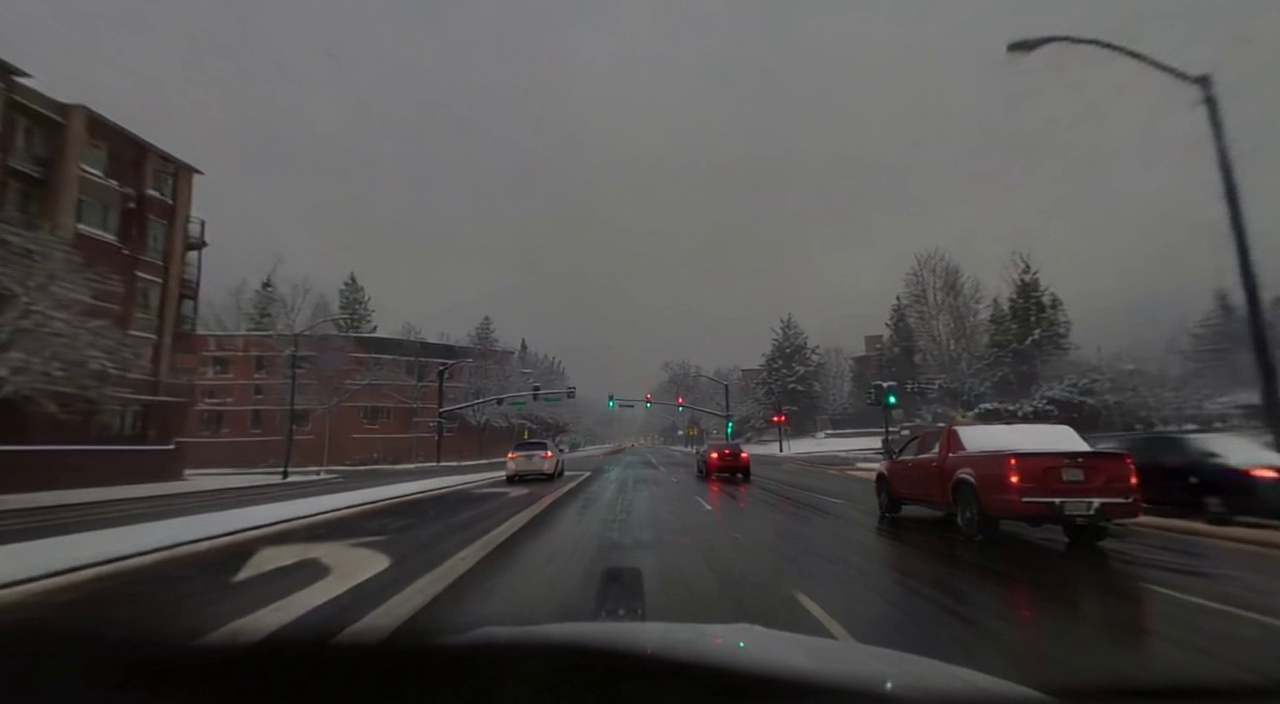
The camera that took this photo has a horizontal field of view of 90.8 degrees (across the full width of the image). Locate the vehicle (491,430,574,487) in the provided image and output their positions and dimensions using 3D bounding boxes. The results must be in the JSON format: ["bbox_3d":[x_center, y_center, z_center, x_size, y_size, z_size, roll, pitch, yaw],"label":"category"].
[{"bbox_3d":[-3.458,3.555,21.265,2.065,1.716,4.265,0,-9,0],"label":"vehicle"}]

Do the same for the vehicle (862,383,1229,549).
[{"bbox_3d":[5.982,1.826,10.676,2.427,2.017,5.763,0,-9,1],"label":"vehicle"}]

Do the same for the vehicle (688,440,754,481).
[{"bbox_3d":[3.152,4.331,25.493,2.003,1.480,4.494,0,-9,-1],"label":"vehicle"}]
